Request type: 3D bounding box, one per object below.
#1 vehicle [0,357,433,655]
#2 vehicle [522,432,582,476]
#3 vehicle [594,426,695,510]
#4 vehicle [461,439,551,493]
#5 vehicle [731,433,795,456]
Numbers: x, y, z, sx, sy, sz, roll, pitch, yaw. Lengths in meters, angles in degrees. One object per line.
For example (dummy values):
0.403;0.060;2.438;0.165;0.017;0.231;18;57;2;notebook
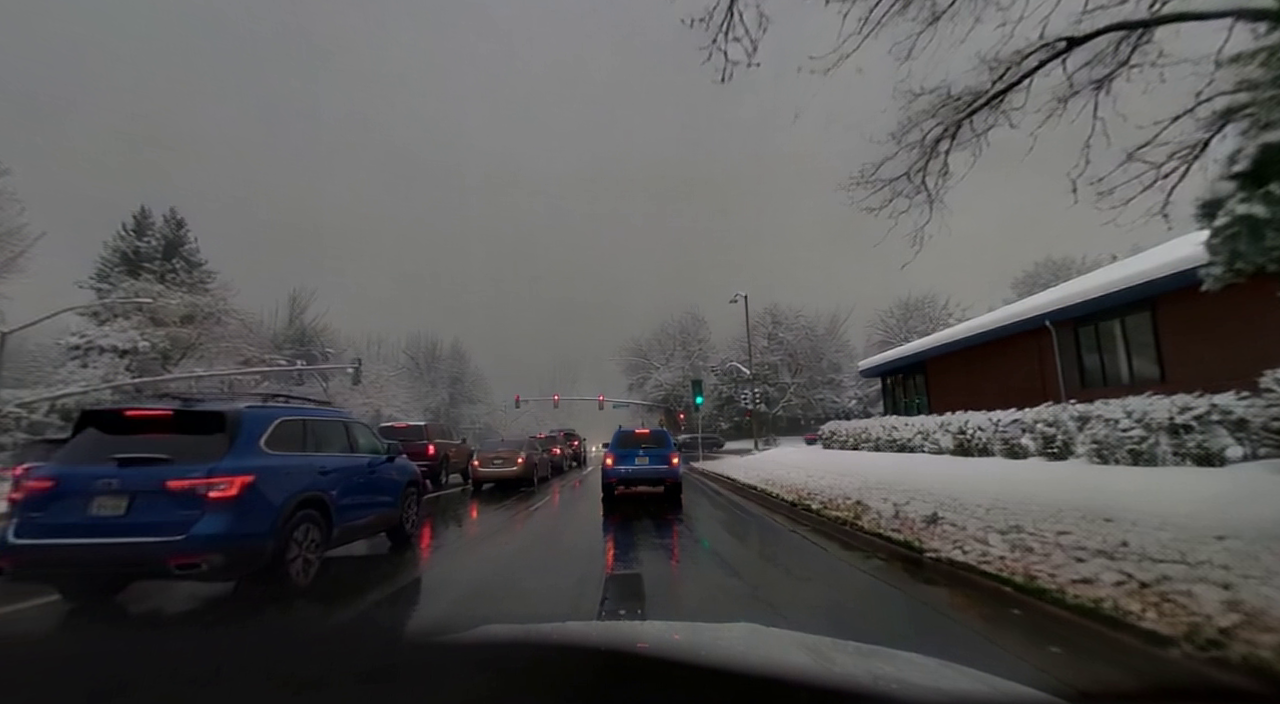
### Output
-4.078;1.384;6.769;2.088;1.947;5.119;0;-9;-1;vehicle
-3.916;4.652;28.877;2.043;1.813;4.549;0;-9;0;vehicle
0.081;2.687;15.079;2.055;1.681;4.270;0;-9;0;vehicle
-4.110;3.569;20.154;1.942;1.523;4.212;0;-9;0;vehicle
8.623;6.538;44.638;4.265;1.498;1.826;-1;-9;6;vehicle
